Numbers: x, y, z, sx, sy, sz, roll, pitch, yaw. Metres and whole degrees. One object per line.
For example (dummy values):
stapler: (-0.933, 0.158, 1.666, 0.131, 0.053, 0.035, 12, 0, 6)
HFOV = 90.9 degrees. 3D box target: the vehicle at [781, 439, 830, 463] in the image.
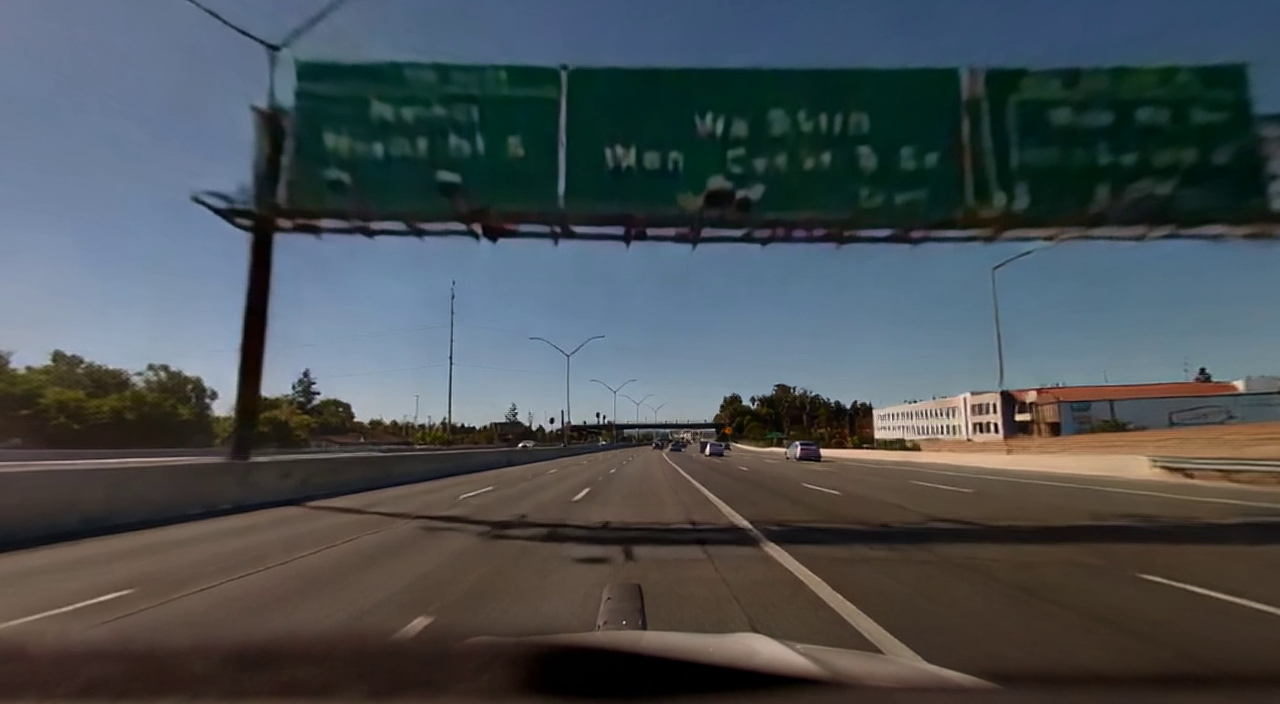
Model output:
vehicle: (10.845, 6.500, 41.589, 2.000, 1.514, 4.585, 0, -8, 0)
